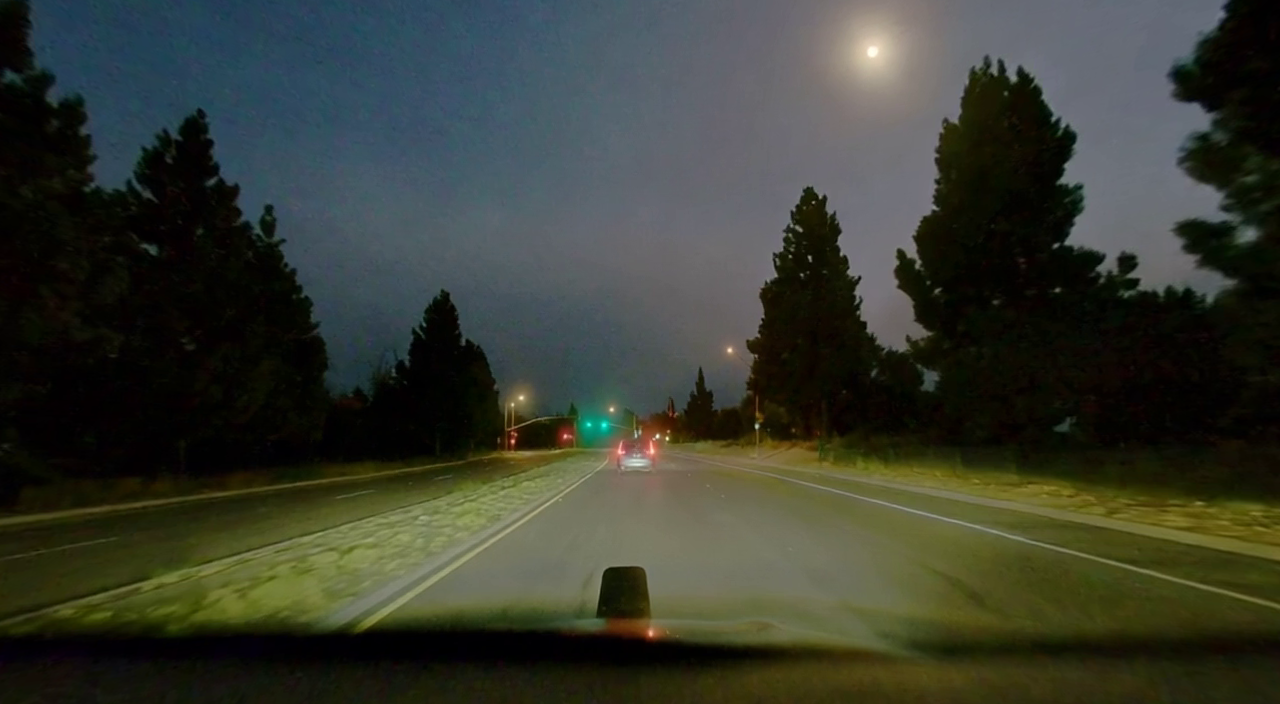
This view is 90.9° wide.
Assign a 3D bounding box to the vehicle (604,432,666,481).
[{"bbox_3d":[-0.164,3.993,24.314,2.192,1.734,4.176,0,-8,0],"label":"vehicle"}]
